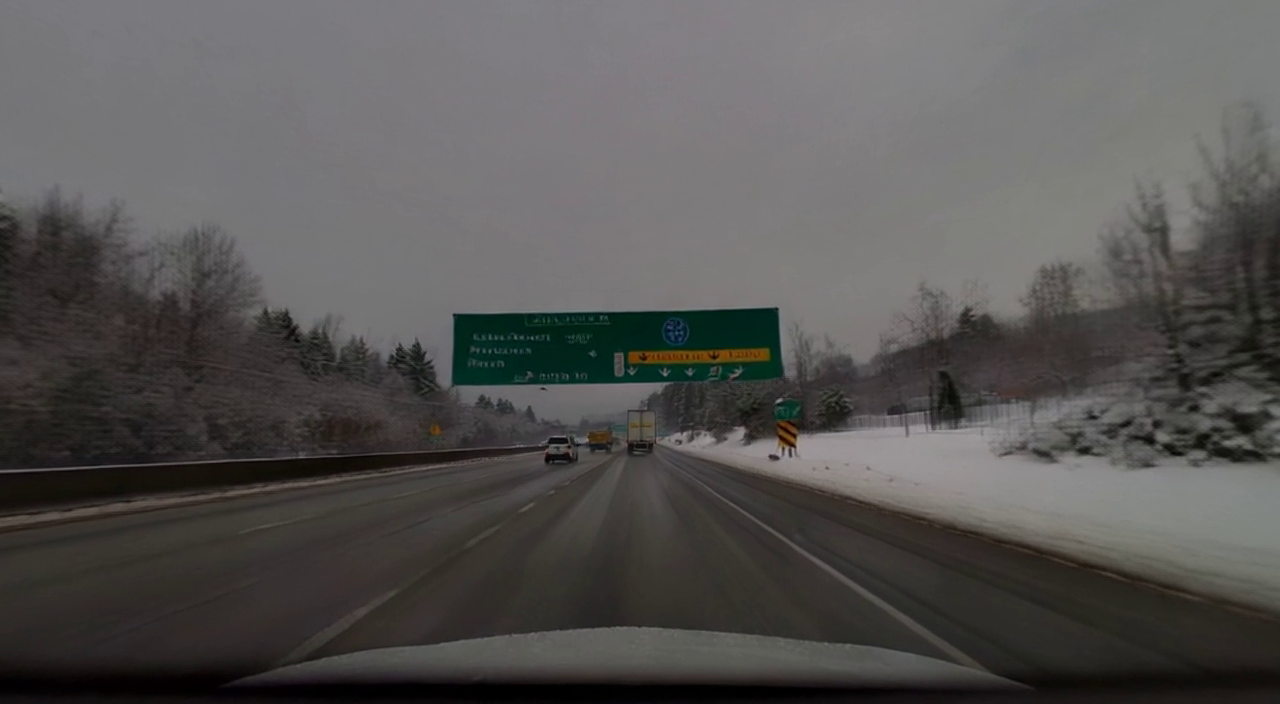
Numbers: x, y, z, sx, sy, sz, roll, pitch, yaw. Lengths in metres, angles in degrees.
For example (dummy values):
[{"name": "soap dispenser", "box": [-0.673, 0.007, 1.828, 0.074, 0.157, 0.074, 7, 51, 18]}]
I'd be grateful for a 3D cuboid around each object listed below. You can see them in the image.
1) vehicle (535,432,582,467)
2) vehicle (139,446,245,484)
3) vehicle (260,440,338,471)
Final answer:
[{"name": "vehicle", "box": [-4.494, 5.442, 35.373, 2.127, 1.839, 4.984, 0, -8, -2]}, {"name": "vehicle", "box": [-19.025, 4.778, 26.977, 1.720, 1.436, 3.804, 0, -8, 0]}, {"name": "vehicle", "box": [-23.090, 6.994, 42.945, 2.199, 1.919, 5.601, 0, -8, -1]}]
